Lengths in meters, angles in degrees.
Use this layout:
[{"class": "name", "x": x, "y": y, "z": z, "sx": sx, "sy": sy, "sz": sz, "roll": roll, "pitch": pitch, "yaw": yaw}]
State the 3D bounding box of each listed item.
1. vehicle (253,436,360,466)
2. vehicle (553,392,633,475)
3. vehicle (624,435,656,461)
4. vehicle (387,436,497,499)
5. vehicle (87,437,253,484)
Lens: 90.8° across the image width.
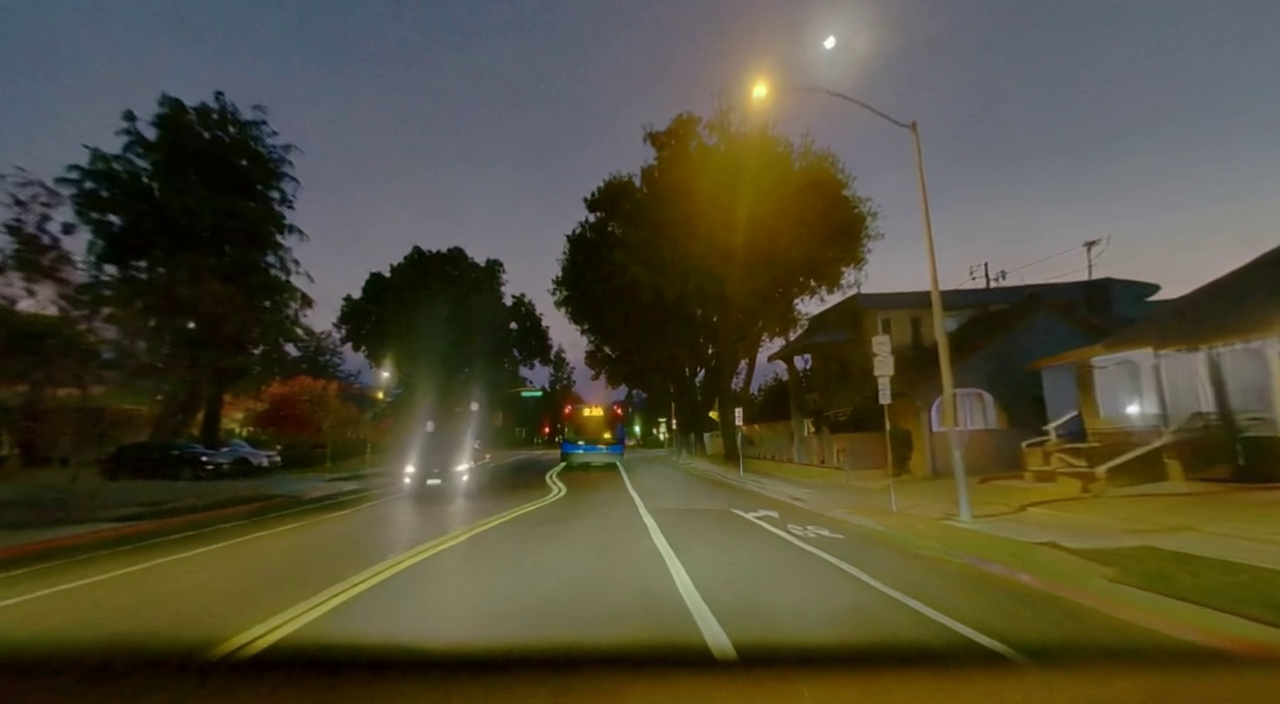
[{"class": "vehicle", "x": -18.283, "y": 5.432, "z": 34.849, "sx": 4.778, "sy": 1.565, "sz": 1.919, "roll": 0, "pitch": -8, "yaw": -3}, {"class": "vehicle", "x": -2.091, "y": 4.204, "z": 32.073, "sx": 3.031, "sy": 3.200, "sz": 13.052, "roll": 3, "pitch": -8, "yaw": -1}, {"class": "vehicle", "x": -0.064, "y": 6.999, "z": 46.200, "sx": 2.097, "sy": 1.675, "sz": 3.905, "roll": 3, "pitch": -8, "yaw": -2}, {"class": "vehicle", "x": -5.335, "y": 3.144, "z": 17.631, "sx": 1.925, "sy": 1.489, "sz": 4.235, "roll": 0, "pitch": -8, "yaw": -4}, {"class": "vehicle", "x": -17.056, "y": 3.944, "z": 23.116, "sx": 4.481, "sy": 1.591, "sz": 1.807, "roll": 0, "pitch": -8, "yaw": -4}]
